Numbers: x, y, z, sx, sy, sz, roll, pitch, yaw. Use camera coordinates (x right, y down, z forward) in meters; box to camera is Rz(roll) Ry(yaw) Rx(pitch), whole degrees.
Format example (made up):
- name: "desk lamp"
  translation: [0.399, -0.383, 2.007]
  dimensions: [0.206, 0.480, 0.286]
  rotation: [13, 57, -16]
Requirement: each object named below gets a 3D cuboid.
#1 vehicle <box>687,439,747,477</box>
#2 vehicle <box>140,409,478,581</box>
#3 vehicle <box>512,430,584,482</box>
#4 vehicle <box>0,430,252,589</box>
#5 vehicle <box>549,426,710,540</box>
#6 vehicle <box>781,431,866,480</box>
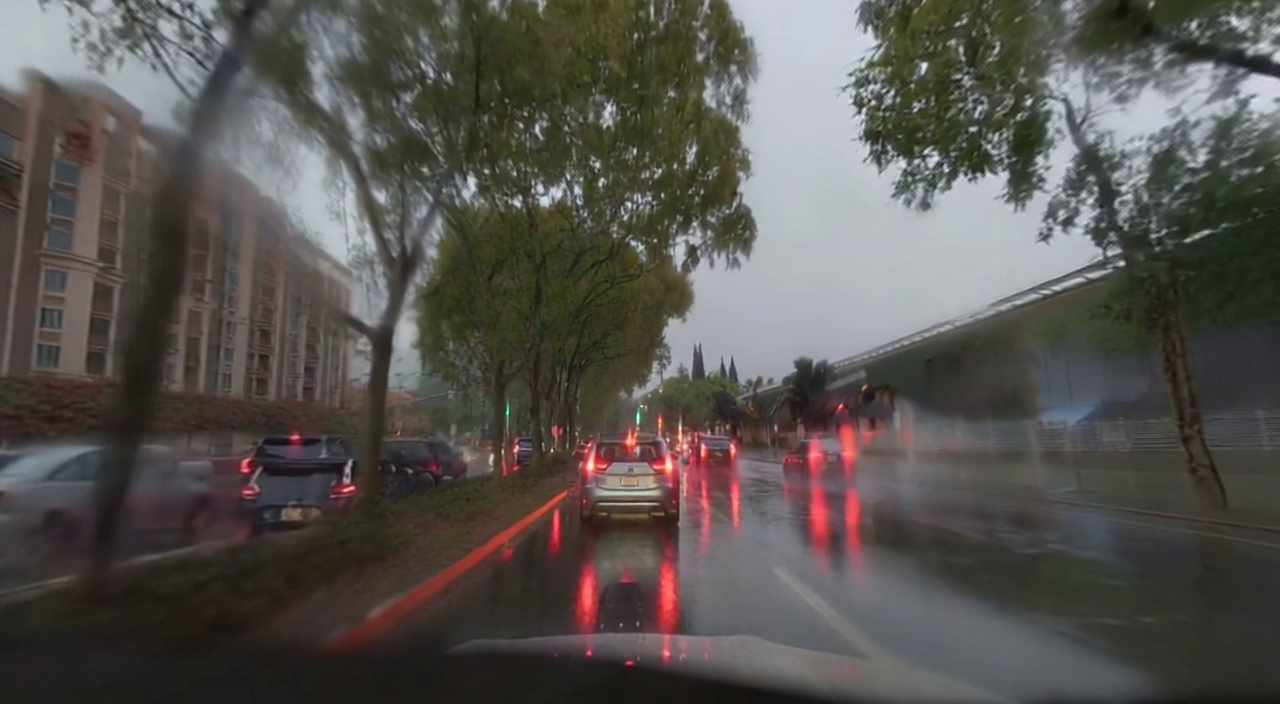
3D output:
- name: "vehicle"
  translation: [3.160, 4.471, 26.820]
  dimensions: [1.905, 1.473, 4.183]
  rotation: [0, -9, -2]
- name: "vehicle"
  translation: [-3.734, 1.703, 8.279]
  dimensions: [2.009, 1.619, 4.376]
  rotation: [-1, -9, 1]
- name: "vehicle"
  translation: [-3.518, 4.113, 25.146]
  dimensions: [2.154, 1.801, 5.015]
  rotation: [0, -9, 0]
- name: "vehicle"
  translation: [-6.939, 1.775, 7.782]
  dimensions: [1.748, 1.485, 4.090]
  rotation: [0, -9, -1]
- name: "vehicle"
  translation: [-0.179, 2.090, 10.683]
  dimensions: [2.161, 1.501, 4.184]
  rotation: [0, -9, -1]
- name: "vehicle"
  translation: [6.807, 3.900, 23.946]
  dimensions: [1.889, 1.681, 4.120]
  rotation: [0, -9, -1]
